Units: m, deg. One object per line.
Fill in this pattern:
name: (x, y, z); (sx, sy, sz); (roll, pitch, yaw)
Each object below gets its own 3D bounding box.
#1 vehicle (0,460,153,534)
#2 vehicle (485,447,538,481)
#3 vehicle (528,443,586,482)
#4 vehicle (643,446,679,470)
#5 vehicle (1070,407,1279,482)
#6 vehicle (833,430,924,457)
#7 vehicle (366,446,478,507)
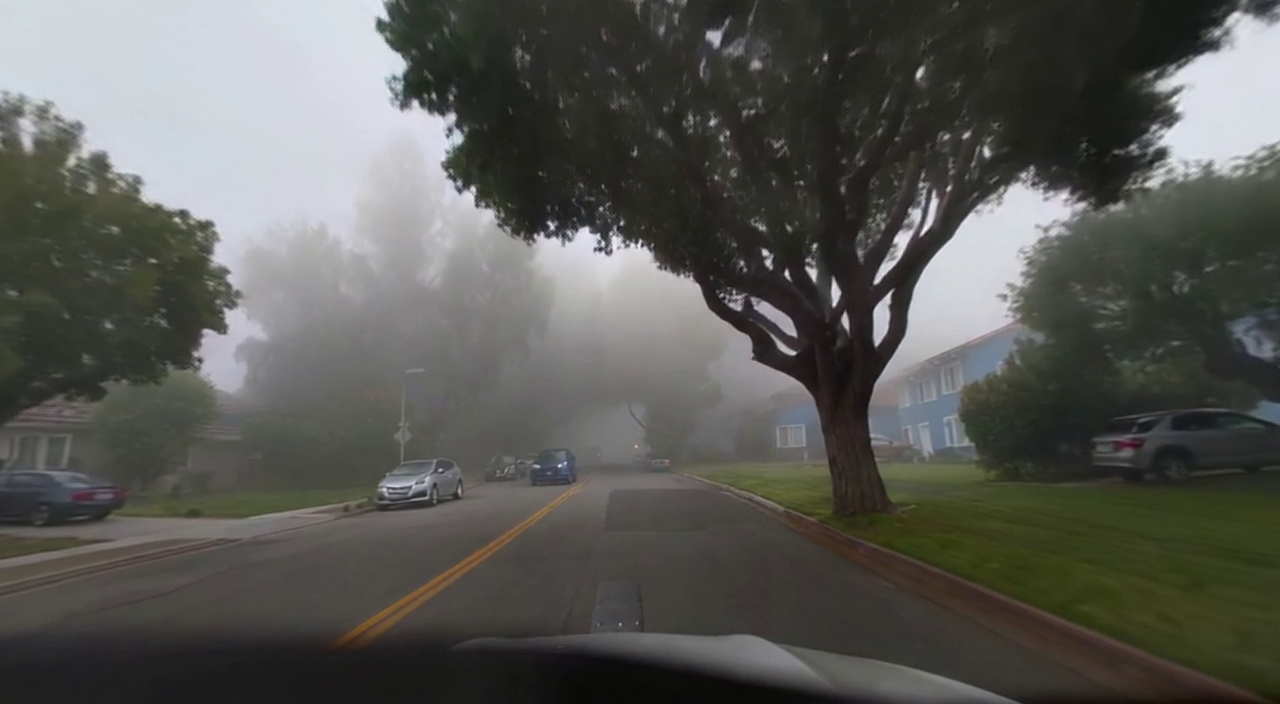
vehicle: (-13.938, 3.222, 14.378); (4.487, 1.464, 1.889); (-2, -9, 11)
vehicle: (-6.841, 5.991, 34.101); (2.033, 1.721, 4.328); (0, -9, -1)
vehicle: (-3.818, 5.182, 29.868); (2.106, 1.688, 4.392); (0, -9, 0)
vehicle: (1.374, 7.199, 42.967); (1.996, 1.516, 4.122); (1, -9, -5)
vehicle: (12.342, 2.023, 13.743); (4.389, 1.480, 2.038); (-2, -9, 10)
vehicle: (13.049, 5.073, 34.820); (4.370, 1.433, 1.889); (-2, -9, 12)
vehicle: (-6.635, 3.803, 19.754); (2.031, 1.662, 4.194); (0, -9, -1)
